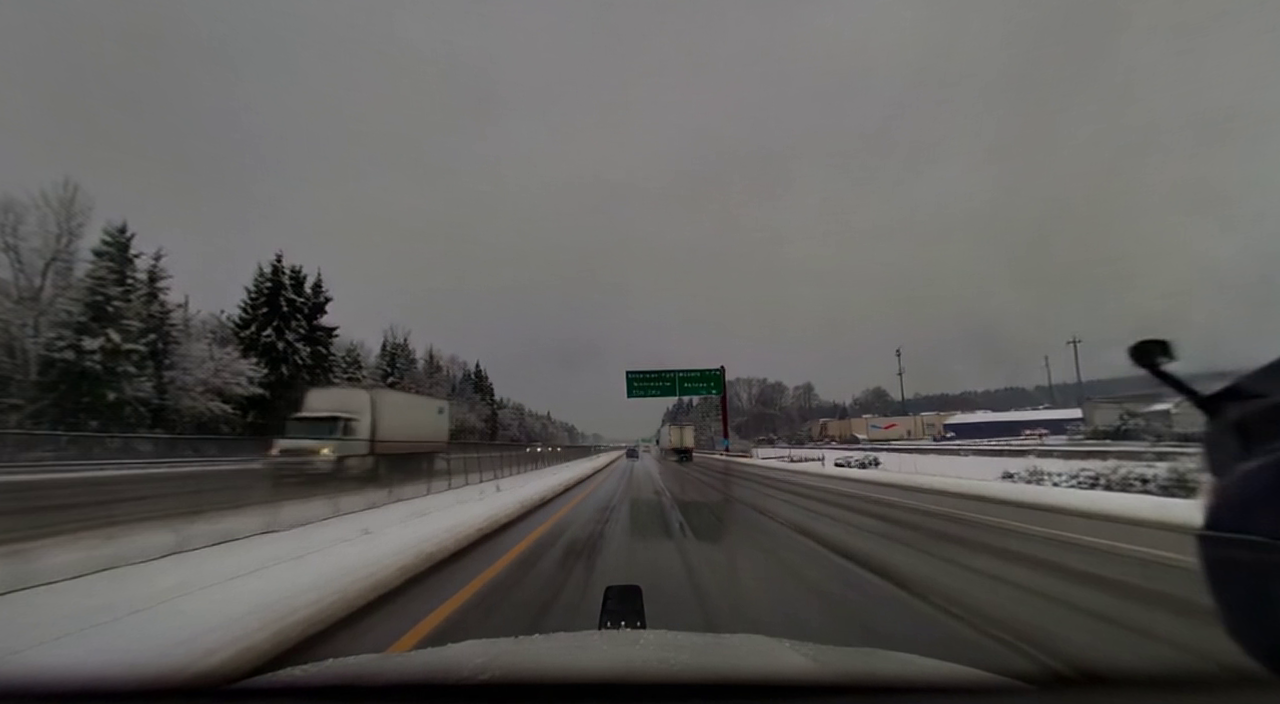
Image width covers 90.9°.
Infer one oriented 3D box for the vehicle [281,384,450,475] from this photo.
[{"bbox_3d":[-12.754,3.999,31.234,3.045,3.619,12.191,0,-9,-1],"label":"vehicle"}]
